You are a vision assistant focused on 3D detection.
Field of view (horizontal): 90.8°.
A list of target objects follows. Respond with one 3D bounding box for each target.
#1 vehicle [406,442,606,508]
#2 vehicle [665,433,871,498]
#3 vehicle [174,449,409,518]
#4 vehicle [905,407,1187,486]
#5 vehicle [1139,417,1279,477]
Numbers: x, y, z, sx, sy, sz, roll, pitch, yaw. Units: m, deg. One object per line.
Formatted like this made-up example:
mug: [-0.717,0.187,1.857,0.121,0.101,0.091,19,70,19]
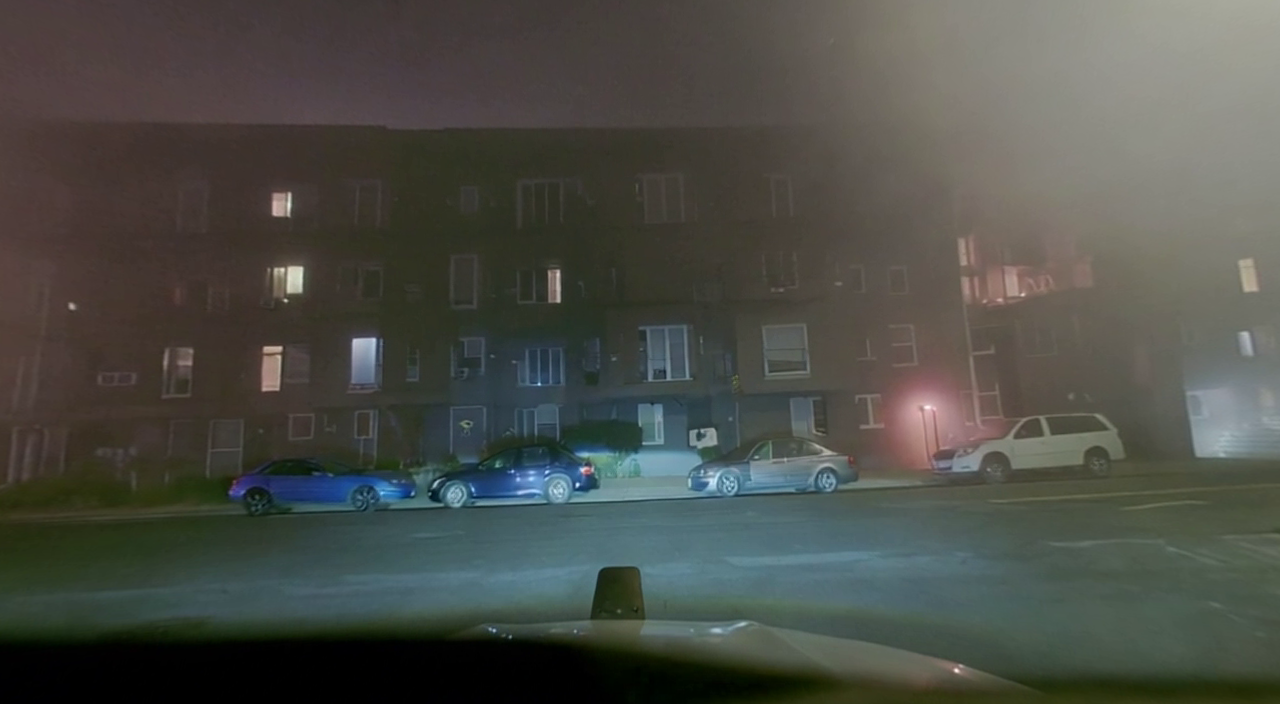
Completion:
vehicle: [-3.108,2.945,15.401,4.489,1.470,1.776,1,-8,-5]
vehicle: [3.066,2.793,15.763,4.681,1.480,1.817,0,-8,-4]
vehicle: [-8.025,3.053,14.947,4.423,1.449,1.813,1,-8,-6]
vehicle: [10.265,2.418,16.337,5.739,1.852,2.330,0,-8,-4]
vehicle: [16.183,2.504,16.753,4.426,1.476,1.864,1,-8,-5]
